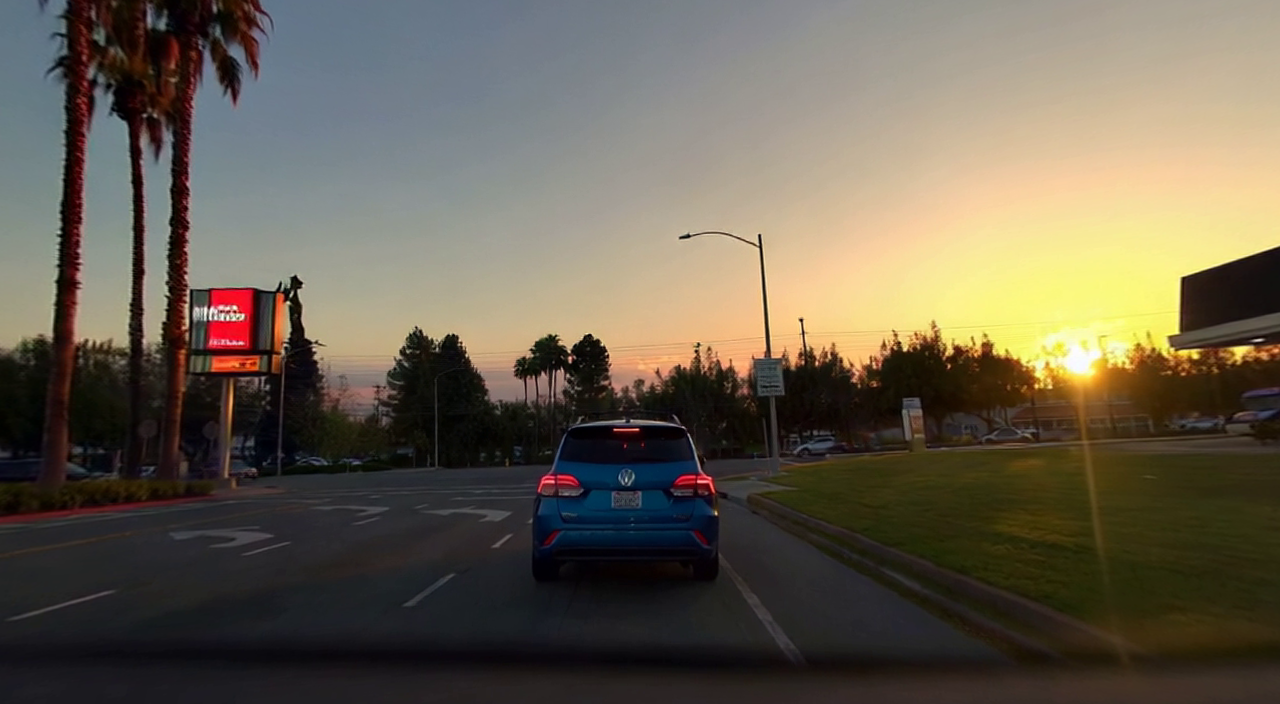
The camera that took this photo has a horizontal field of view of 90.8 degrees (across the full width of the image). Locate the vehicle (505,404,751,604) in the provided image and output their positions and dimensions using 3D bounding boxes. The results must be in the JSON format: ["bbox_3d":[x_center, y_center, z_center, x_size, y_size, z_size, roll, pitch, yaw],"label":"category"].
[{"bbox_3d":[-0.144,1.622,7.565,2.137,1.728,3.926,0,-9,-1],"label":"vehicle"}]

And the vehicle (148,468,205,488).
[{"bbox_3d":[-35.570,9.666,48.578,1.641,1.375,3.640,0,-9,0],"label":"vehicle"}]

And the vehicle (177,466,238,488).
[{"bbox_3d":[-33.262,9.604,48.718,1.792,1.439,3.952,-1,-9,3],"label":"vehicle"}]
